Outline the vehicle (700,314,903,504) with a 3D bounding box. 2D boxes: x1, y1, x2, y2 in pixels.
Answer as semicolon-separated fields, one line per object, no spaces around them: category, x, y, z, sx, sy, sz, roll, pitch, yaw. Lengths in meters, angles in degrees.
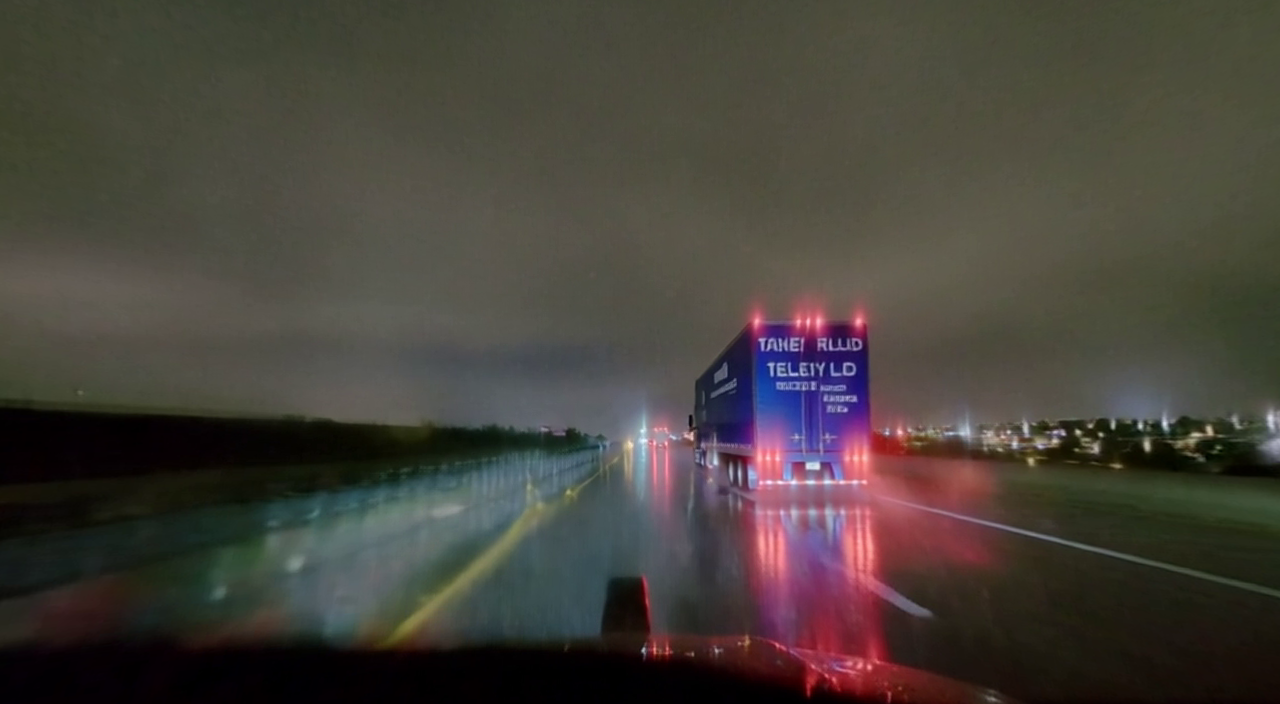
vehicle;4.098;2.196;20.564;3.006;4.093;14.142;0;-8;0
